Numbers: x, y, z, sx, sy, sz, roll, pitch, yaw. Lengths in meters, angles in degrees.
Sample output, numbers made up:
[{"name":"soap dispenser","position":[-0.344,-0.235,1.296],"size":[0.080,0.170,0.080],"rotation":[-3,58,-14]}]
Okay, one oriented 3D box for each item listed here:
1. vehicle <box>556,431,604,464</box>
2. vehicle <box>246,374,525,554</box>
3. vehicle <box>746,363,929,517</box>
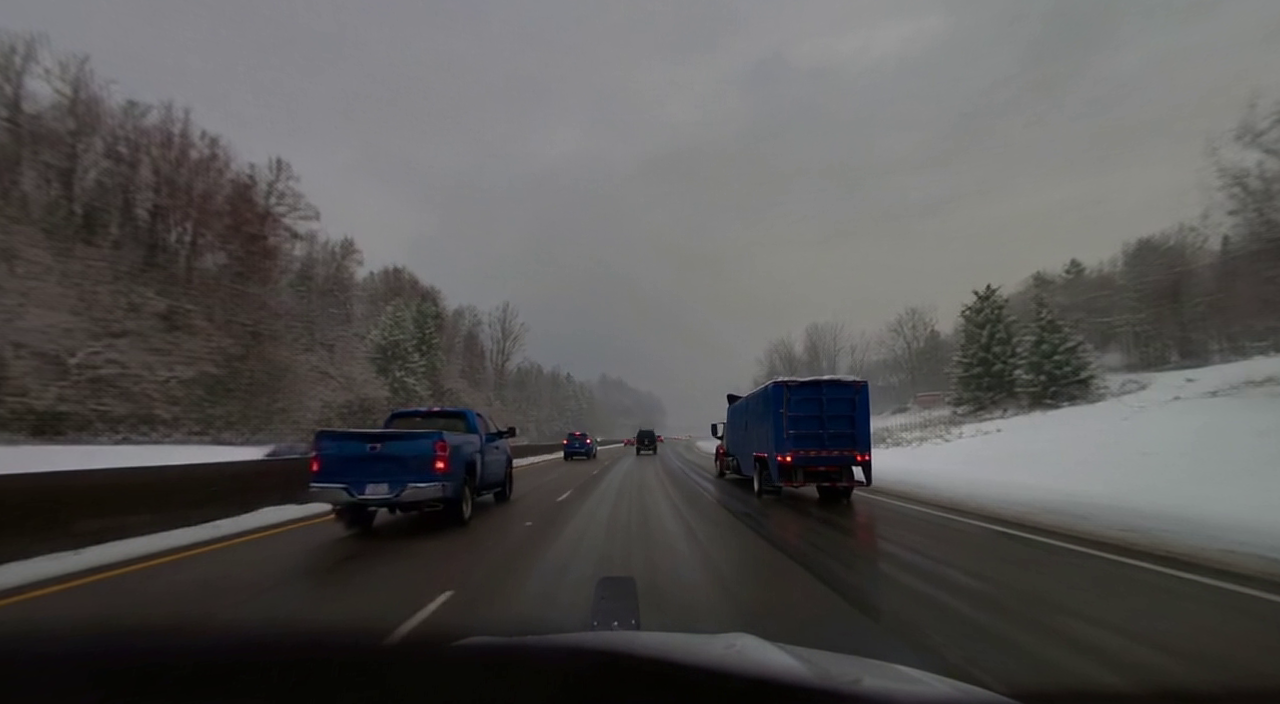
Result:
[{"name":"vehicle","position":[-3.029,4.914,32.586],"size":[2.008,1.588,4.147],"rotation":[0,-8,1]},{"name":"vehicle","position":[-3.256,1.561,9.415],"size":[2.204,1.991,4.720],"rotation":[0,-8,0]},{"name":"vehicle","position":[3.657,1.738,12.646],"size":[2.256,2.568,4.049],"rotation":[0,-8,-1]}]
